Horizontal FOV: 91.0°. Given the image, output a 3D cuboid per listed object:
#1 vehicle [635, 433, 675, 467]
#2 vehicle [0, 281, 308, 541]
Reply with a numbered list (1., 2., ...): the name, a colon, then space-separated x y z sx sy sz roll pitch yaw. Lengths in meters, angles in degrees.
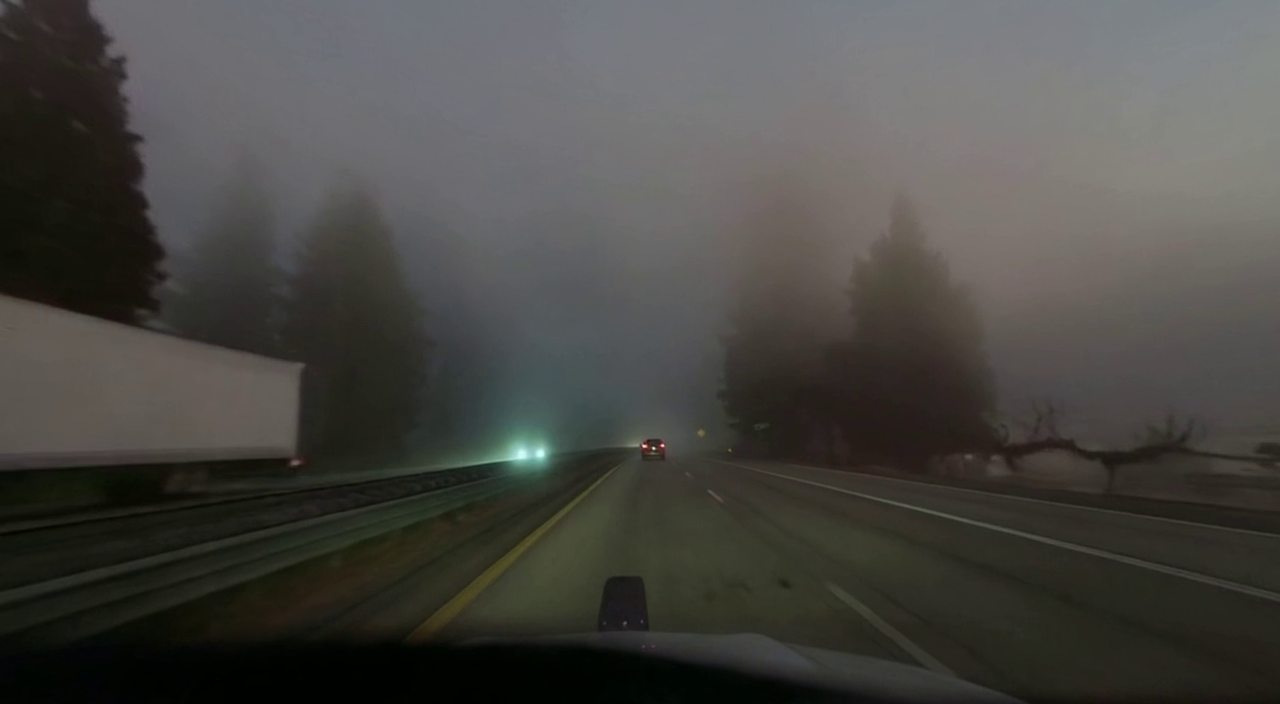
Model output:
1. vehicle: 0.941 6.001 38.789 2.301 1.944 4.554 0 -8 1
2. vehicle: -11.705 1.229 11.996 2.948 4.113 14.195 0 -8 0
